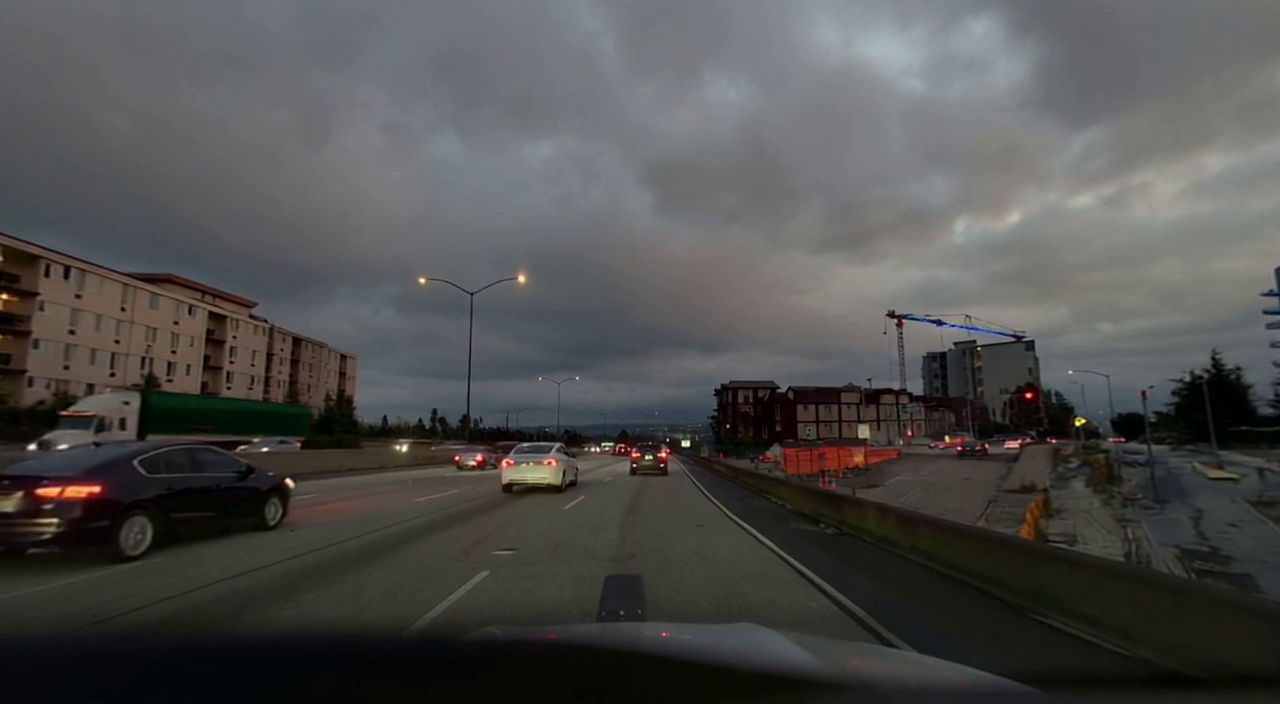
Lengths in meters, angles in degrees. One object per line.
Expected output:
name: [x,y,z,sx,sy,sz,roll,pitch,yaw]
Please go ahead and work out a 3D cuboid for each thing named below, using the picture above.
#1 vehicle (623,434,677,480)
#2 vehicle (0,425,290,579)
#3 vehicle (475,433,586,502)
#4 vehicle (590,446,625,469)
vehicle: [0.465,4.477,27.045,2.116,1.763,4.352,0,-9,2]
vehicle: [-7.011,1.801,8.458,1.959,1.486,4.460,0,-9,1]
vehicle: [-2.880,3.172,17.739,2.109,1.657,4.554,0,-9,2]
vehicle: [-2.210,7.358,44.034,2.029,1.497,3.960,0,-9,4]
